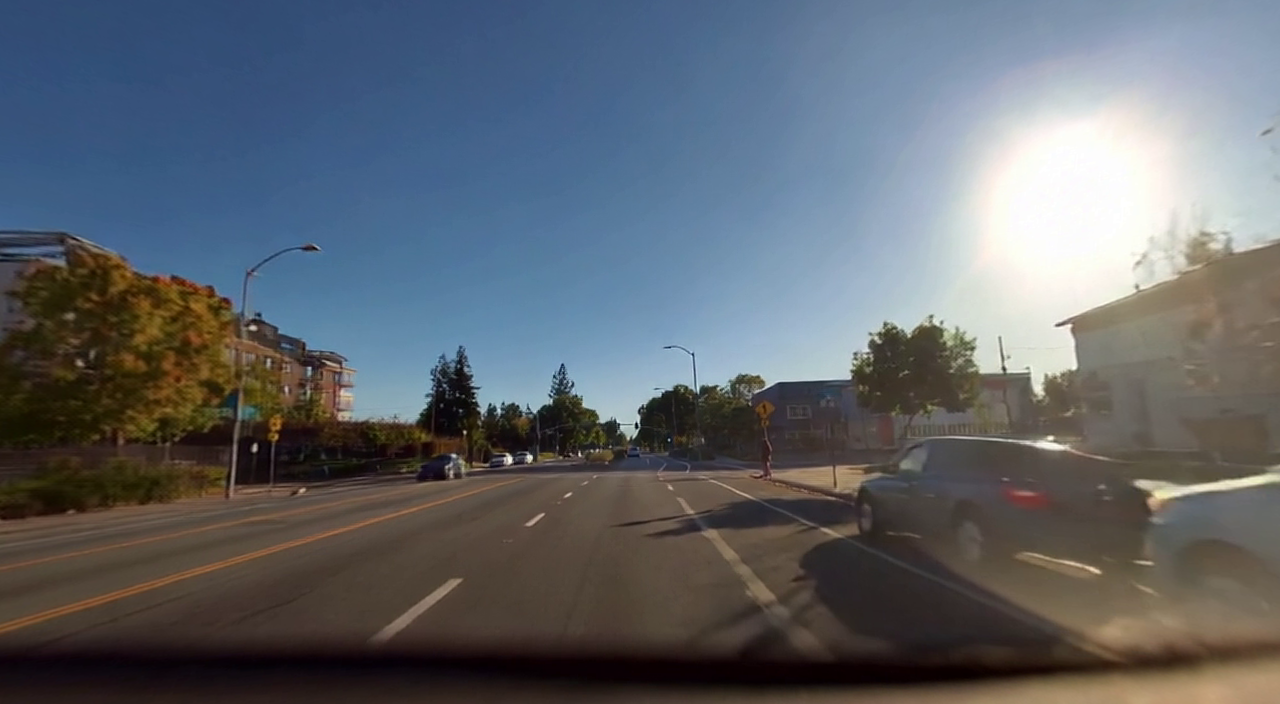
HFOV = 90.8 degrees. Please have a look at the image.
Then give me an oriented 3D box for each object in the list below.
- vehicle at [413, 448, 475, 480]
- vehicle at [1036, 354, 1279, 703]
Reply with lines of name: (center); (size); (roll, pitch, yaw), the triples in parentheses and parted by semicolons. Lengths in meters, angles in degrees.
vehicle: (-10.448, 5.975, 34.011); (2.022, 1.569, 4.275); (0, -8, -1)
vehicle: (4.101, 0.798, 2.318); (2.220, 1.752, 4.782); (0, -8, 1)
